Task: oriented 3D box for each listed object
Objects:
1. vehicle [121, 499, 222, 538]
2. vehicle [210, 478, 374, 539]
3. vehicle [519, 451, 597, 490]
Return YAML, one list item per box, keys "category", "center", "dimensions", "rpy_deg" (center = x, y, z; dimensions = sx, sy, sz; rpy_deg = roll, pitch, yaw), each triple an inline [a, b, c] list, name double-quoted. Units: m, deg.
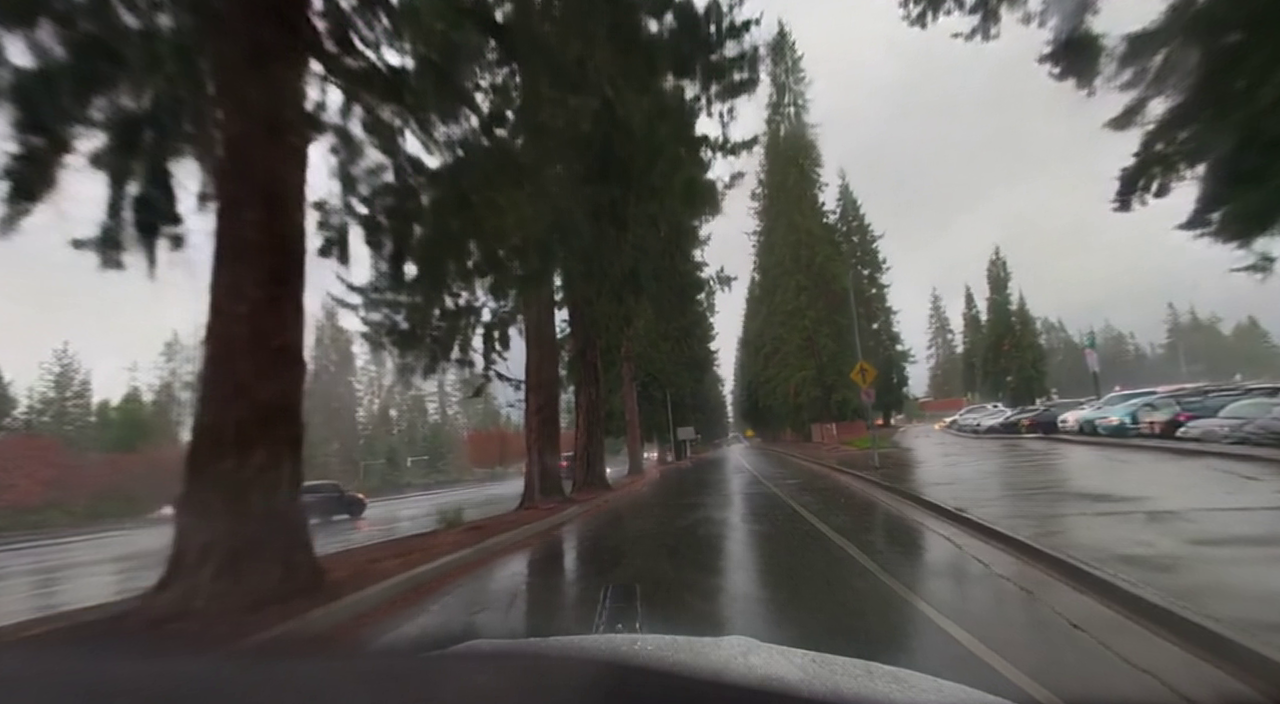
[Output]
- category: "vehicle"
  center: [-25.471, 9.034, 34.519]
  dimensions: [1.867, 1.592, 4.065]
  rpy_deg: [-3, -9, 14]
- category: "vehicle"
  center: [-11.515, 5.163, 21.375]
  dimensions: [1.886, 1.535, 4.742]
  rpy_deg: [-4, -9, 18]
- category: "vehicle"
  center: [-3.990, 5.868, 31.600]
  dimensions: [2.049, 1.699, 4.860]
  rpy_deg: [-3, -9, 16]
